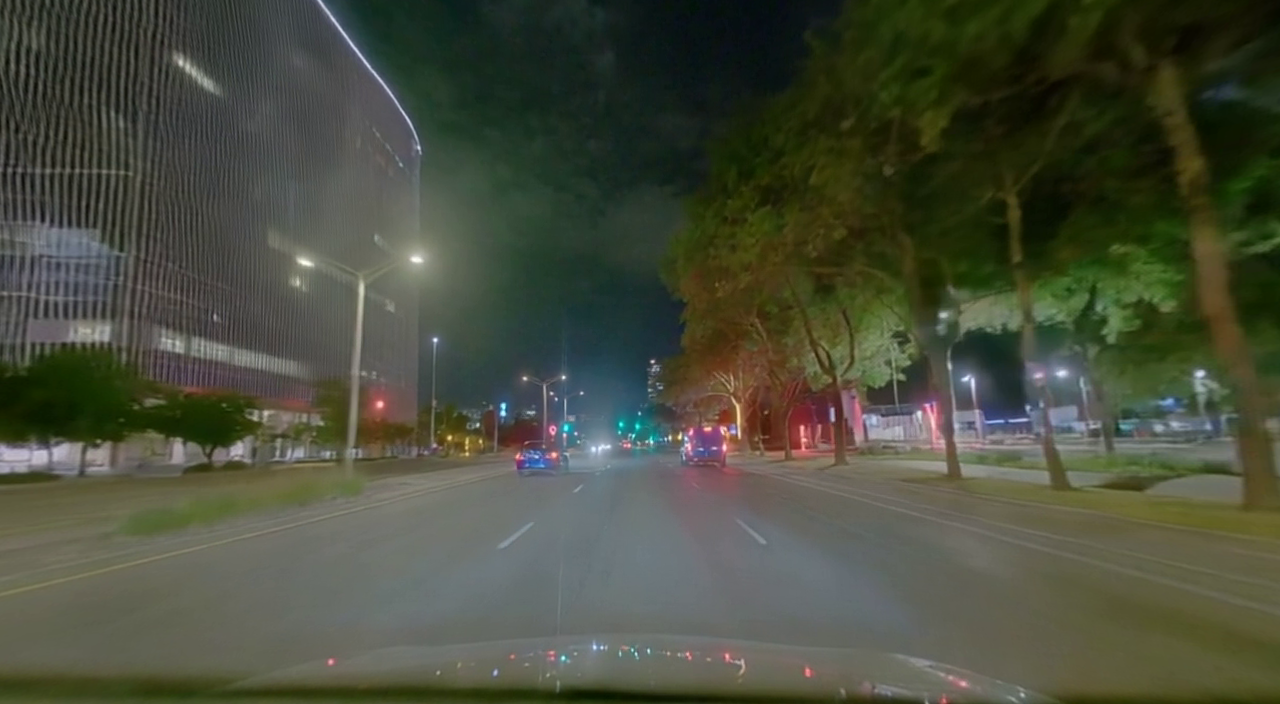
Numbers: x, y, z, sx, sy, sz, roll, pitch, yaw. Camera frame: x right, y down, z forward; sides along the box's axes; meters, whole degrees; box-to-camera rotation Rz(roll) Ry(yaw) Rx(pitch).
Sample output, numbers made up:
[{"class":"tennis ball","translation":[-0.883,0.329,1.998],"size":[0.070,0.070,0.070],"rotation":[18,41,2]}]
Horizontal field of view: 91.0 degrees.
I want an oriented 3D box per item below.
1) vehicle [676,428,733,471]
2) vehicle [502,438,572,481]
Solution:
[{"class":"vehicle","translation":[3.089,4.837,31.340],"size":[2.200,1.914,5.145],"rotation":[0,-8,-1]},{"class":"vehicle","translation":[-3.763,3.989,23.703],"size":[1.864,1.464,4.195],"rotation":[0,-8,1]}]
